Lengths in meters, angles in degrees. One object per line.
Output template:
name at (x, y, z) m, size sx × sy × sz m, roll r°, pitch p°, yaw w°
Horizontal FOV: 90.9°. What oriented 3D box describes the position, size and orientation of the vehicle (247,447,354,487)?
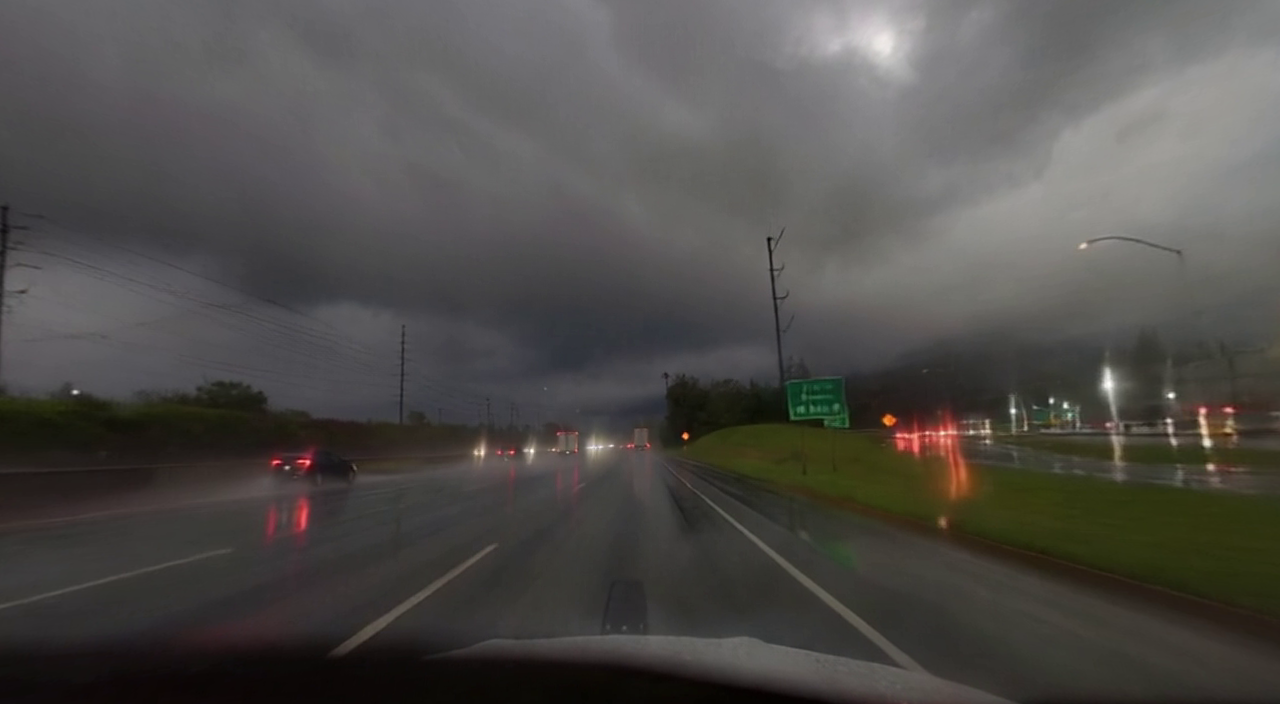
vehicle at (-14.095, 4.761, 26.537) m, size 1.988 × 1.477 × 4.442 m, roll 0°, pitch -8°, yaw 1°
